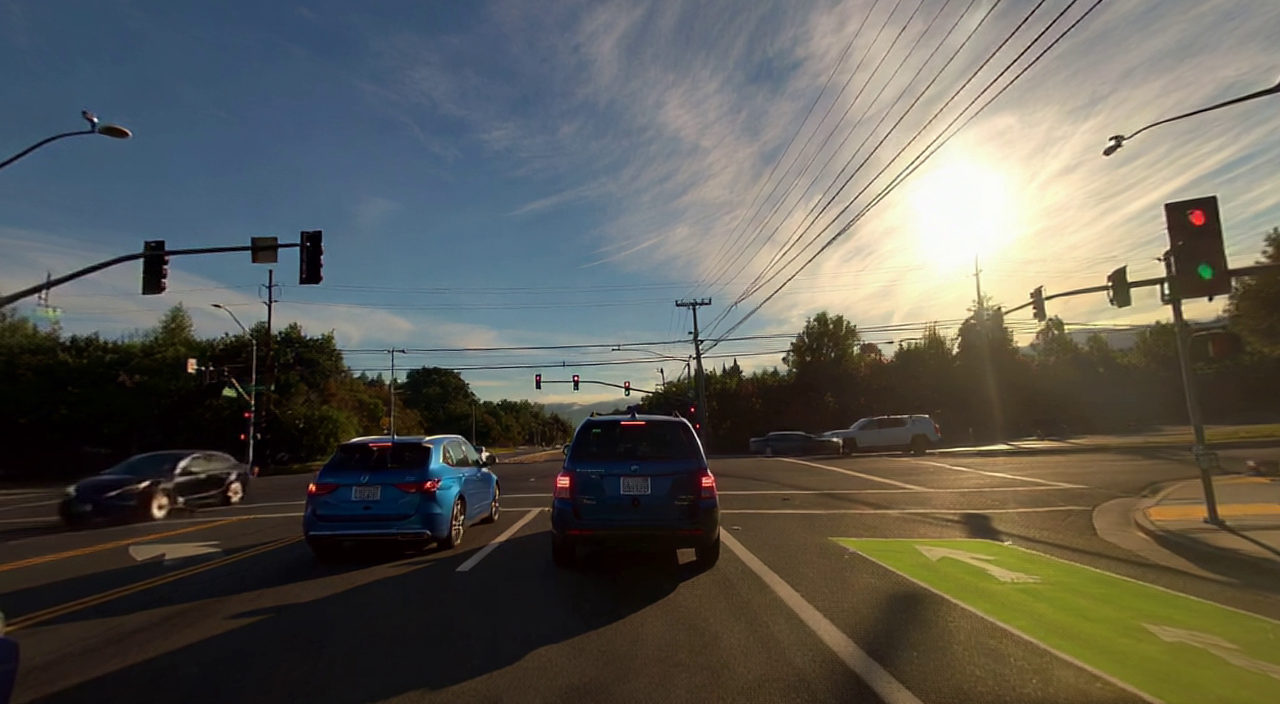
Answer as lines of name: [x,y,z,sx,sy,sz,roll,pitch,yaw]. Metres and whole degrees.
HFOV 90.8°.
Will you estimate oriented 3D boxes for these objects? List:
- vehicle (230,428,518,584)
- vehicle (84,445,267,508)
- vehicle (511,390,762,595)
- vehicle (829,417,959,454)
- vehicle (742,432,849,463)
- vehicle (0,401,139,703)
vehicle: [-2.934,1.765,8.012,1.969,1.486,3.702,0,-8,1]
vehicle: [-13.692,3.647,19.071,2.079,1.656,4.545,0,-8,-1]
vehicle: [-0.060,1.523,7.615,2.182,1.773,4.041,0,-8,-1]
vehicle: [13.853,4.601,34.814,6.143,1.944,2.229,-1,-8,5]
vehicle: [7.654,4.743,31.423,4.715,1.438,2.023,-7,-11,37]
vehicle: [-3.350,0.654,0.440,1.928,1.488,4.936,0,-8,0]
